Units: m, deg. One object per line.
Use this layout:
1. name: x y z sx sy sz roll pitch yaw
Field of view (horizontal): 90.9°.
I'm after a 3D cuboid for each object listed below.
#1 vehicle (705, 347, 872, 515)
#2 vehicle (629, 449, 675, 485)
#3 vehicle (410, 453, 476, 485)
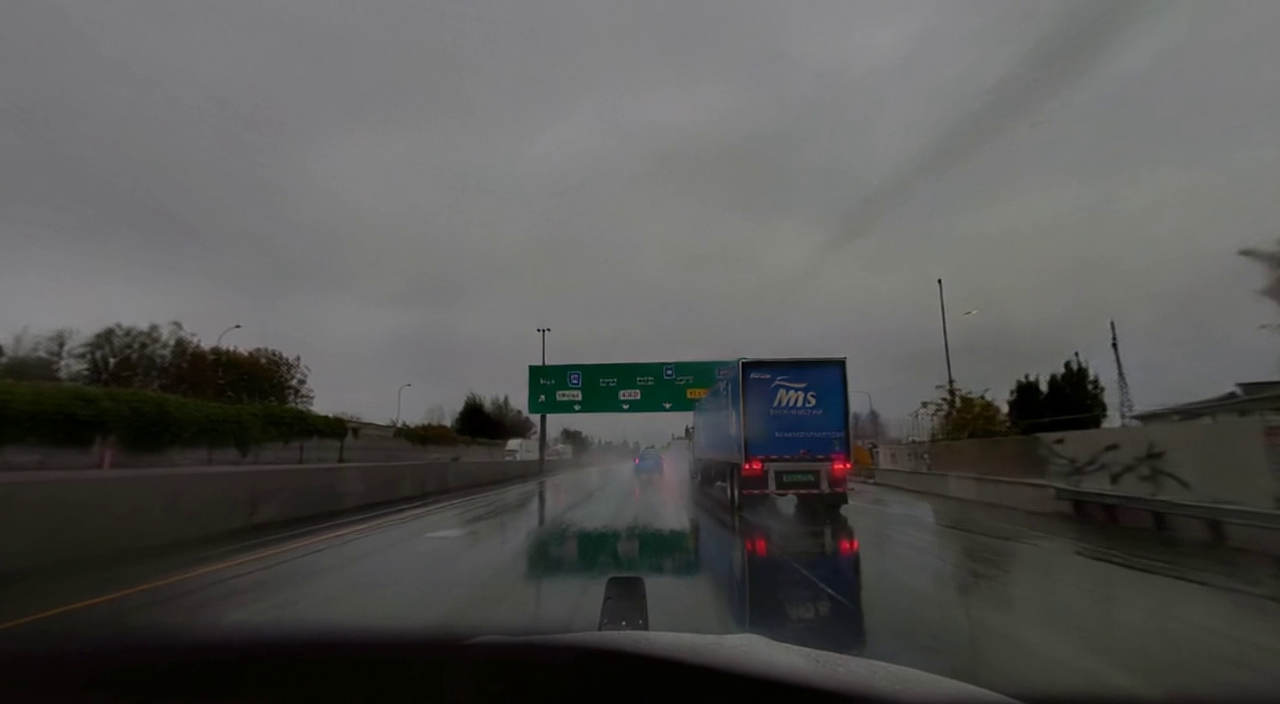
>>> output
1. vehicle: 4.329 2.991 22.560 3.002 4.104 14.174 0 -9 2
2. vehicle: 0.582 5.592 31.045 2.121 1.642 3.828 0 -9 1
3. vehicle: -9.917 5.892 32.058 1.884 1.490 4.219 0 -9 2
